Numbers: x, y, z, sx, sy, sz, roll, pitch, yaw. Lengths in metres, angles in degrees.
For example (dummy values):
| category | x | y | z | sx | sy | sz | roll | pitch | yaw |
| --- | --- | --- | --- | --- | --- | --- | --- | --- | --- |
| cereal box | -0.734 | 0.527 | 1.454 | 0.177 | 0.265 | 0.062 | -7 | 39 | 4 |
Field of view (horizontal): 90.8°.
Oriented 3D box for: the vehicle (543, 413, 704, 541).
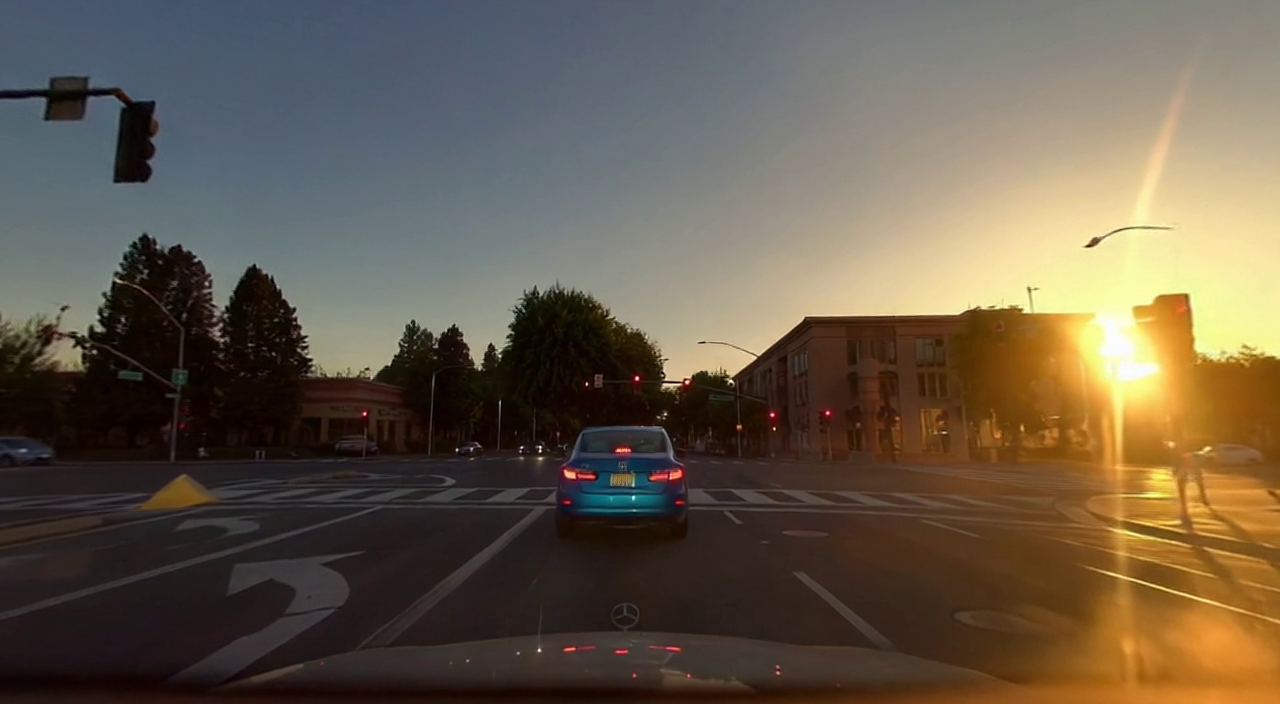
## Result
| category | x | y | z | sx | sy | sz | roll | pitch | yaw |
| --- | --- | --- | --- | --- | --- | --- | --- | --- | --- |
| vehicle | -0.253 | 1.898 | 10.146 | 2.066 | 1.618 | 3.922 | 0 | -8 | -1 |
